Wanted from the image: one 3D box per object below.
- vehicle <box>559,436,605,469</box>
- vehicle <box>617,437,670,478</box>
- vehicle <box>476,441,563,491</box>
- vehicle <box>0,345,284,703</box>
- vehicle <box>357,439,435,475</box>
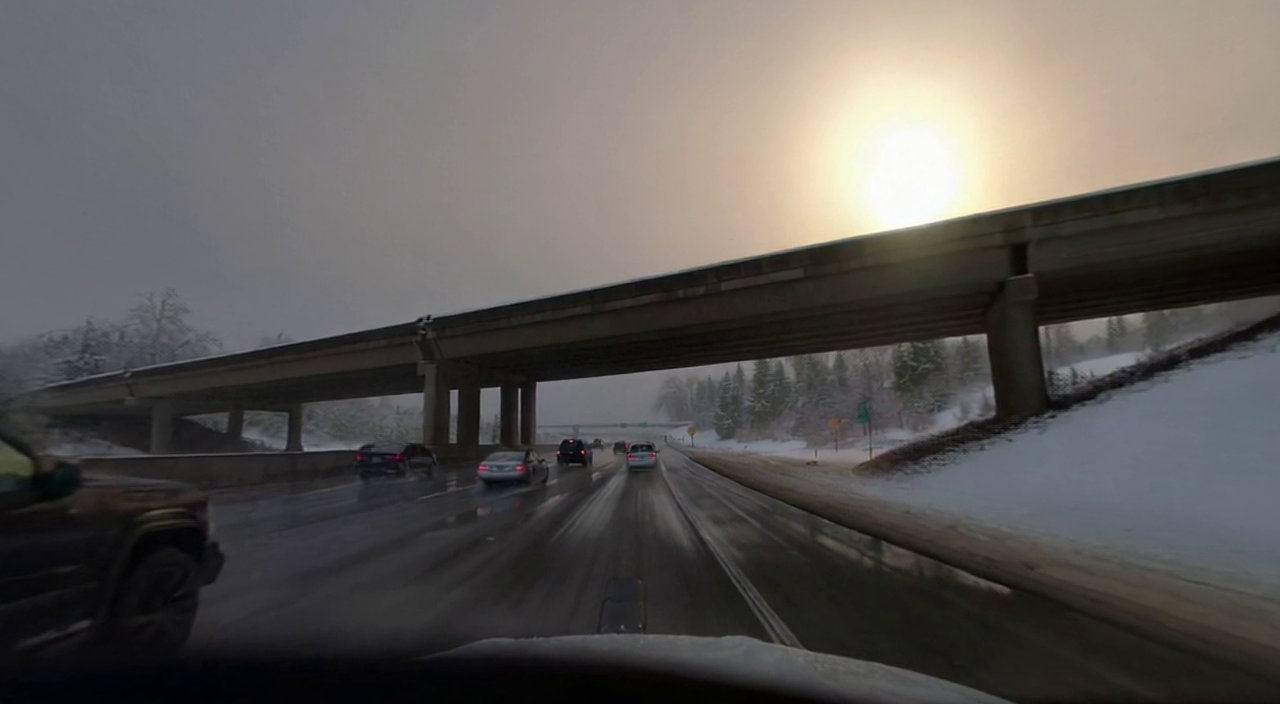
[{"bbox_3d":[-3.449,6.067,38.112,2.237,1.841,4.683,0,-8,1],"label":"vehicle"},{"bbox_3d":[0.149,4.673,28.191,2.160,1.678,4.178,0,-8,0],"label":"vehicle"},{"bbox_3d":[-3.952,3.795,21.382,1.997,1.490,4.471,0,-8,1],"label":"vehicle"},{"bbox_3d":[-3.804,0.833,2.491,2.161,1.759,4.482,0,-8,-1],"label":"vehicle"},{"bbox_3d":[-11.745,5.068,30.579,1.954,1.640,4.339,0,-8,1],"label":"vehicle"}]
